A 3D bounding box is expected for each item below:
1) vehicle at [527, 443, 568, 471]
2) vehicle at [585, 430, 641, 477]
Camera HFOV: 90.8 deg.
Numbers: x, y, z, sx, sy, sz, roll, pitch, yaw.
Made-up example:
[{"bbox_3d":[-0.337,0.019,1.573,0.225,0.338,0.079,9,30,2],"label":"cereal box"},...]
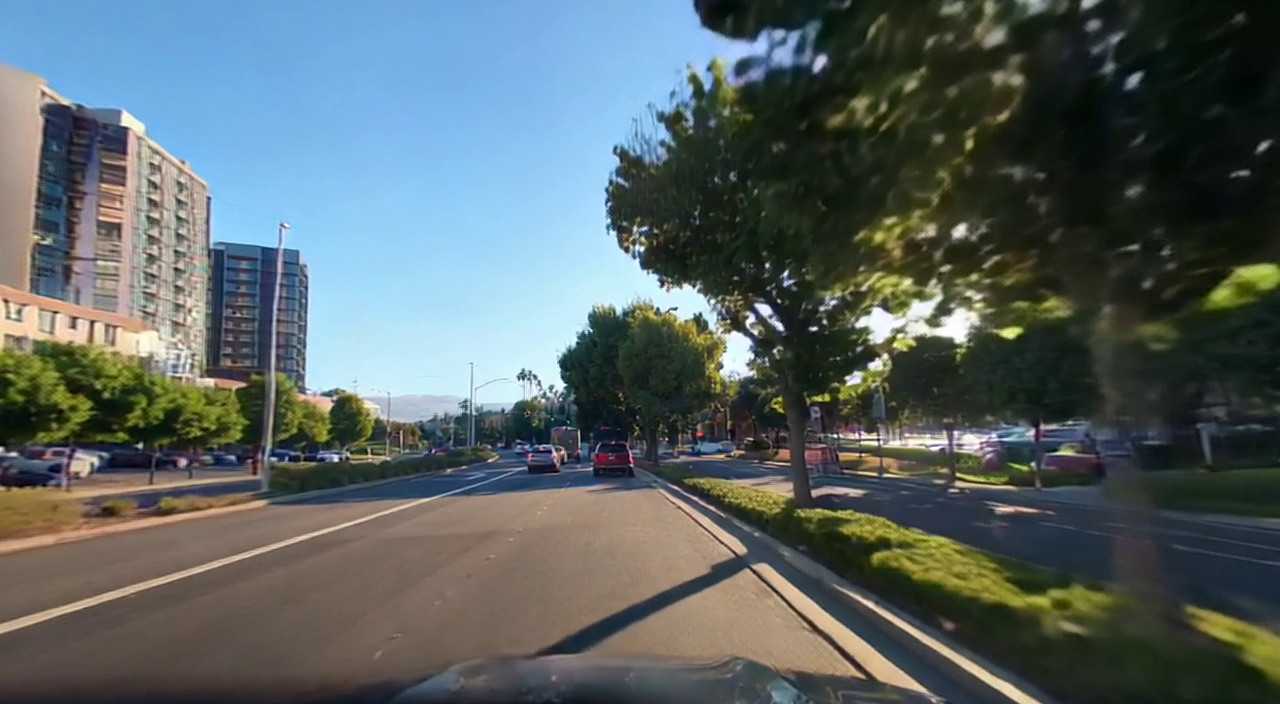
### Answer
[{"bbox_3d":[-5.078,5.814,35.113,1.904,1.460,4.300,1,-9,-4],"label":"vehicle"},{"bbox_3d":[-1.230,4.433,27.748,2.260,1.872,4.578,0,-9,-4],"label":"vehicle"}]
